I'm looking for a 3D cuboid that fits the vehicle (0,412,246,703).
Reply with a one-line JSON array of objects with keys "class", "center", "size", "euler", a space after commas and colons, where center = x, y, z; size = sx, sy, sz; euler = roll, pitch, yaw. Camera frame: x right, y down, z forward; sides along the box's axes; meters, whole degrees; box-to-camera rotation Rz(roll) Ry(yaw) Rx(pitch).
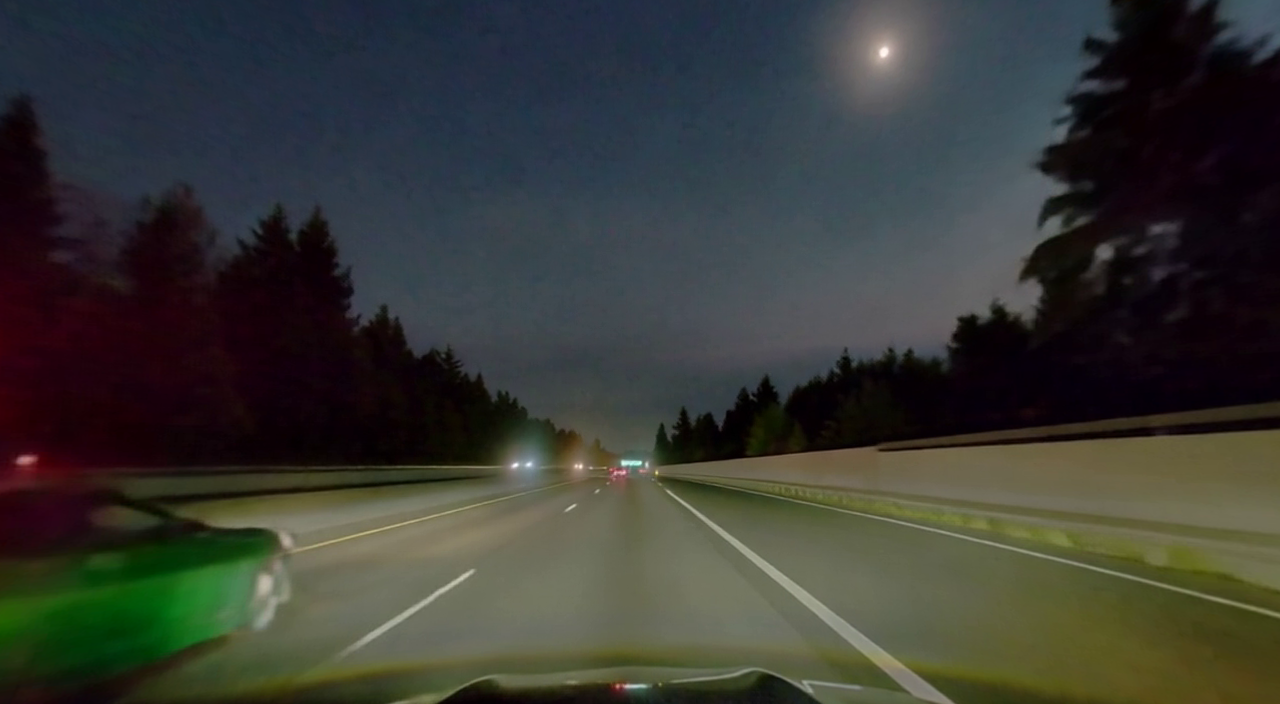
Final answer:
[{"class": "vehicle", "center": [-3.924, 0.950, 2.546], "size": [2.006, 1.469, 4.050], "euler": [1, -10, 0]}]
